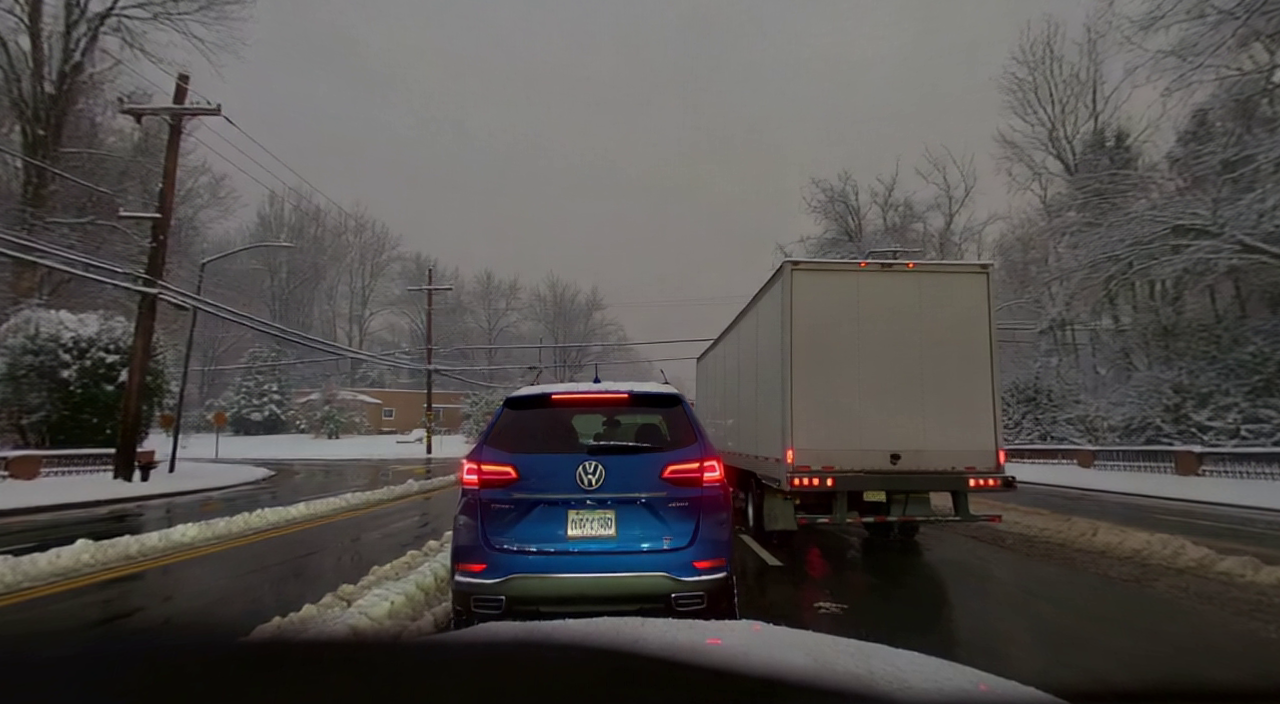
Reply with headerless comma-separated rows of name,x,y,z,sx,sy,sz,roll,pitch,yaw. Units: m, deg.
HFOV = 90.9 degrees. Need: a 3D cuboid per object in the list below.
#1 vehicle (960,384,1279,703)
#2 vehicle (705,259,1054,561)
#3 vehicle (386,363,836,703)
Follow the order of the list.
vehicle,2.835,0.748,1.197,1.971,1.484,4.728,0,-8,0
vehicle,3.226,1.262,11.827,2.915,3.559,8.848,0,-8,-1
vehicle,-0.132,1.228,5.160,2.114,1.732,4.230,0,-8,0
